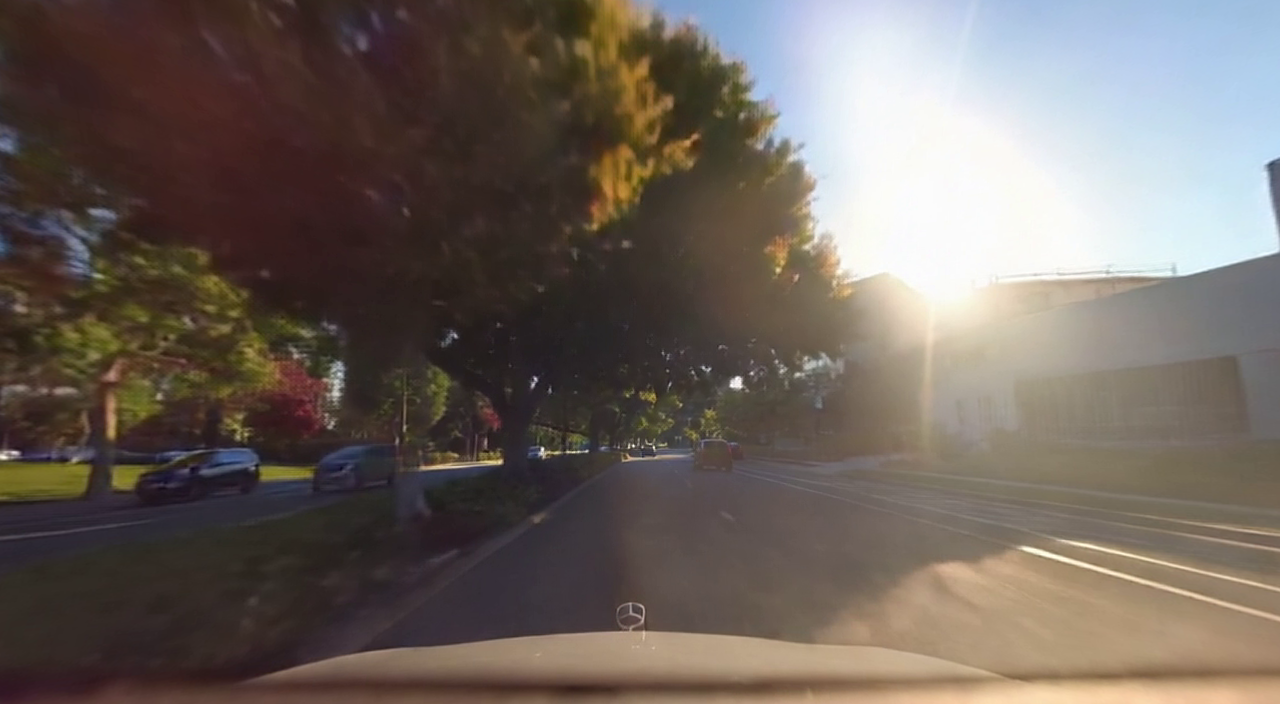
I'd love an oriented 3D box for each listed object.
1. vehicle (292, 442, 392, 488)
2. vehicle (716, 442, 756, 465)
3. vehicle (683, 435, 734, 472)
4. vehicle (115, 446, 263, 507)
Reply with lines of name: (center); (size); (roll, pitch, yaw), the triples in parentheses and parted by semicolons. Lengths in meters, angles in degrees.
vehicle: (-12.427, 4.713, 26.663); (1.951, 1.760, 4.410); (0, -8, 1)
vehicle: (6.655, 7.057, 44.109); (2.100, 1.491, 4.563); (0, -8, 0)
vehicle: (3.520, 5.304, 33.172); (2.143, 1.759, 4.378); (0, -8, -1)
vehicle: (-16.633, 4.554, 23.652); (2.070, 1.892, 4.708); (-2, -8, 0)
